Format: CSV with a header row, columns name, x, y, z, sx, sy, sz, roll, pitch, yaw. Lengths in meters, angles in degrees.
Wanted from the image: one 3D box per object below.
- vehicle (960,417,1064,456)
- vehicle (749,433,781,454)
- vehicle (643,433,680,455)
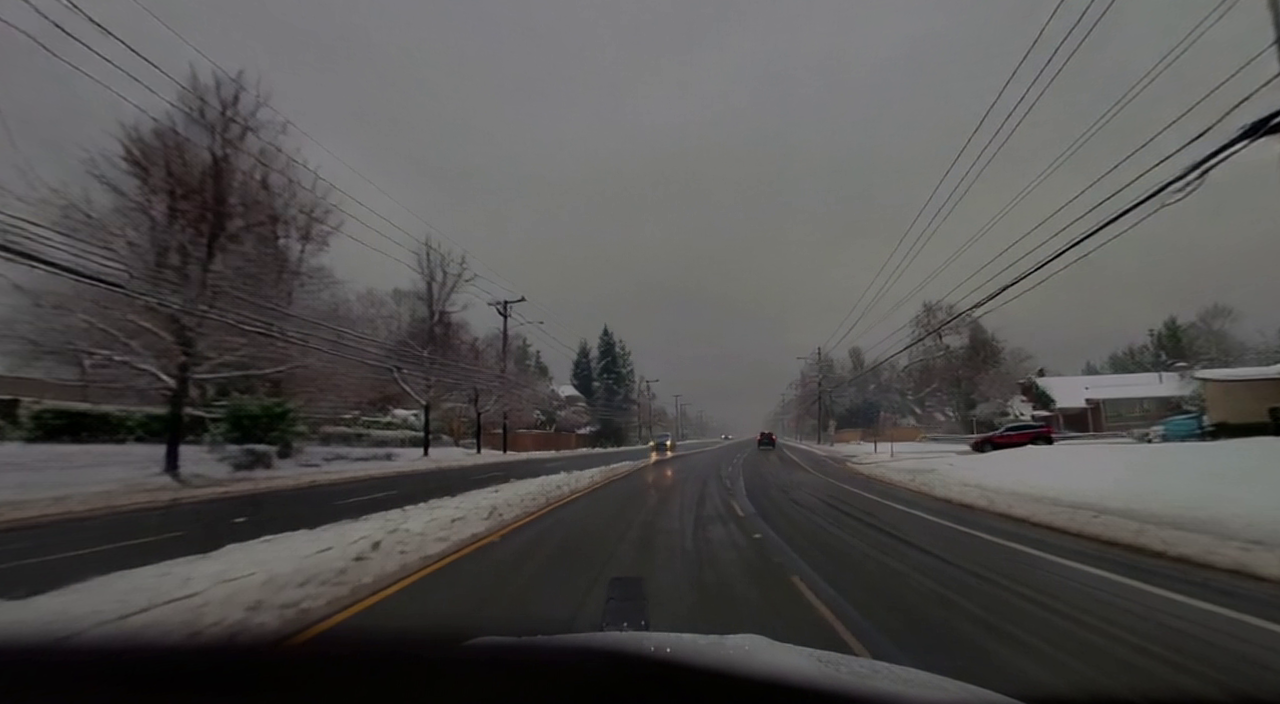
name,x,y,z,sx,sy,sz,roll,pitch,yaw
vehicle,20.826,4.766,35.350,4.687,1.805,2.130,-10,-12,34
vehicle,9.017,6.640,45.694,1.982,1.451,4.152,-1,-9,7
vehicle,1.609,6.635,45.527,1.974,1.479,4.392,-2,-9,12
